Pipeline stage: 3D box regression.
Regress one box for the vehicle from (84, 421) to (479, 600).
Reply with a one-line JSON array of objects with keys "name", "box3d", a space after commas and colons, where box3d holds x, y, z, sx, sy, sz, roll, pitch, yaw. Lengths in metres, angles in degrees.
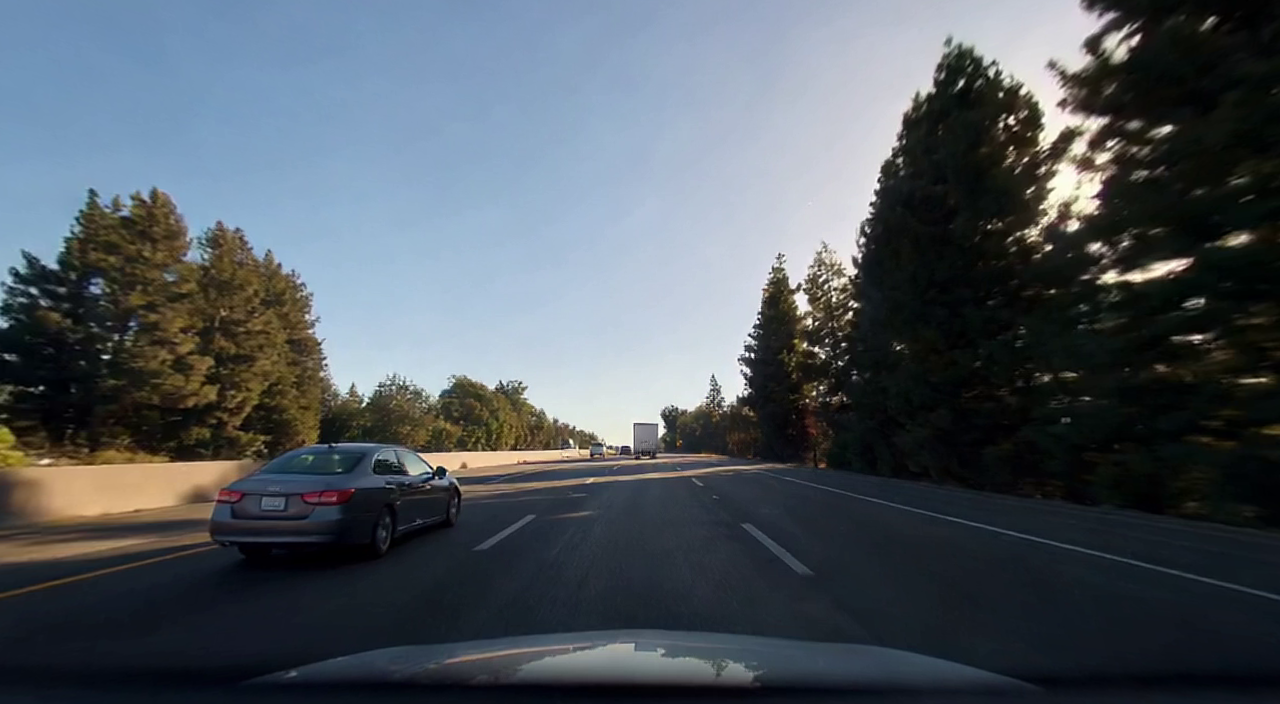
[{"name": "vehicle", "box3d": [-3.756, 1.764, 7.983, 1.999, 1.533, 4.870, -1, -9, 2]}]
